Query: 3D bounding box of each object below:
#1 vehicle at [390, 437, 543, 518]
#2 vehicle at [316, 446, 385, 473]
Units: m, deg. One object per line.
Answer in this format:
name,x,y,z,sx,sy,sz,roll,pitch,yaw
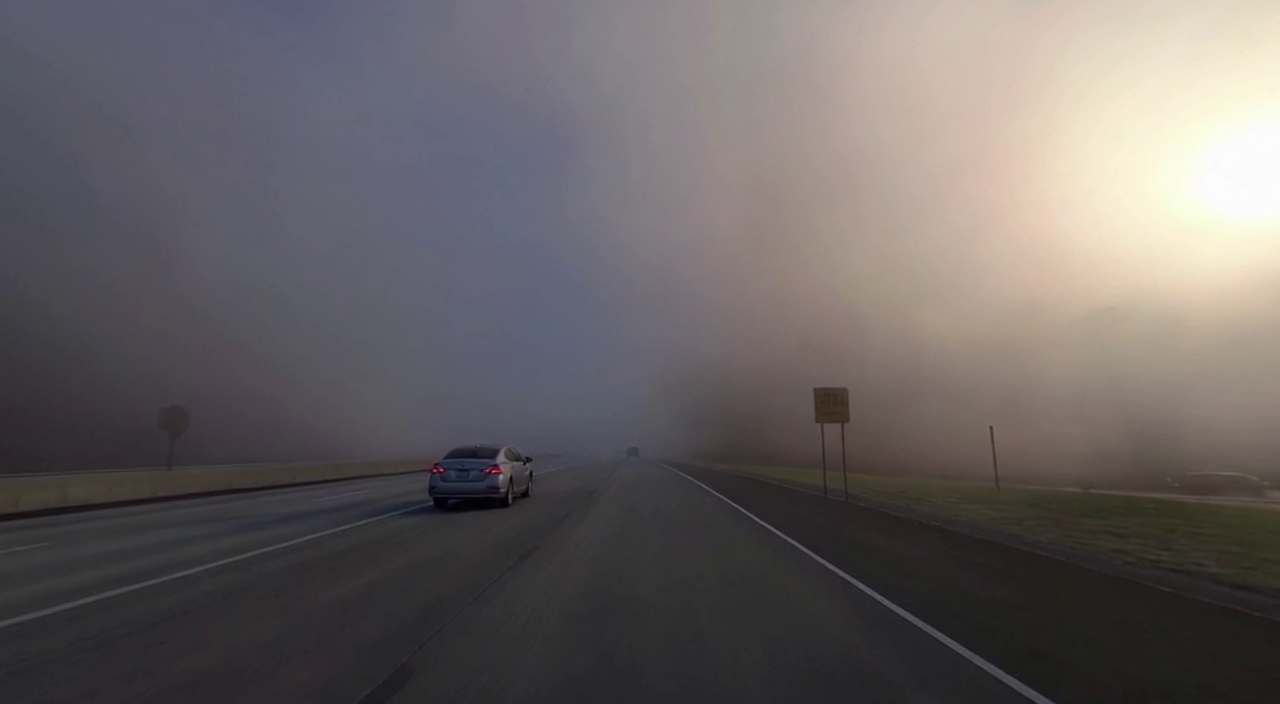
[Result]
vehicle,-3.762,2.799,14.672,2.092,1.562,4.748,0,-8,1
vehicle,-16.843,6.242,36.771,1.910,1.438,4.552,0,-8,0
